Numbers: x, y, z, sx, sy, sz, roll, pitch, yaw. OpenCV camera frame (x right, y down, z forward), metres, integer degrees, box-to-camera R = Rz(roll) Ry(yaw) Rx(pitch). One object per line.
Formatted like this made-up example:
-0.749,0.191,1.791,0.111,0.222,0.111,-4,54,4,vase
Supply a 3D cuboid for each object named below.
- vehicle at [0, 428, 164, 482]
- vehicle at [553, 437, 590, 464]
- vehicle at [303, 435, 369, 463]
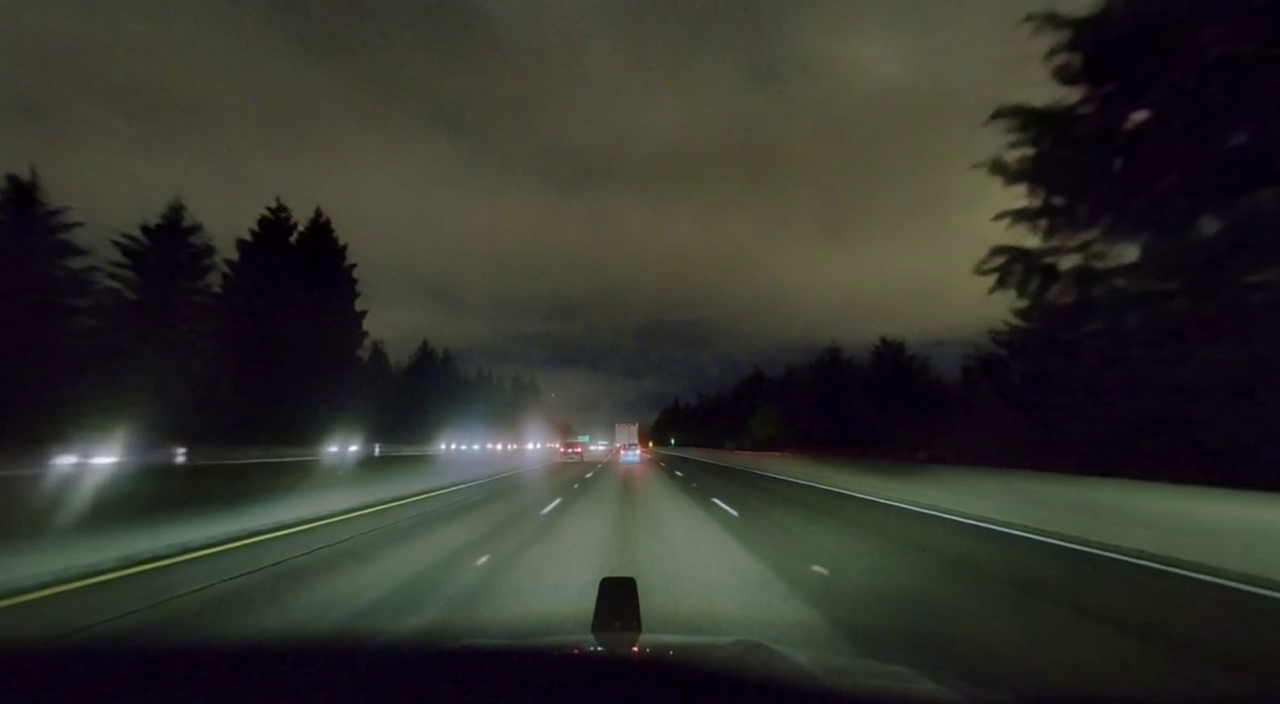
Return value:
-17.222,3.164,19.411,1.857,1.478,3.924,0,-9,-1,vehicle
-4.528,6.586,41.845,2.098,1.692,4.038,0,-9,-1,vehicle
-17.326,5.581,35.981,1.842,1.496,4.022,0,-9,-1,vehicle
